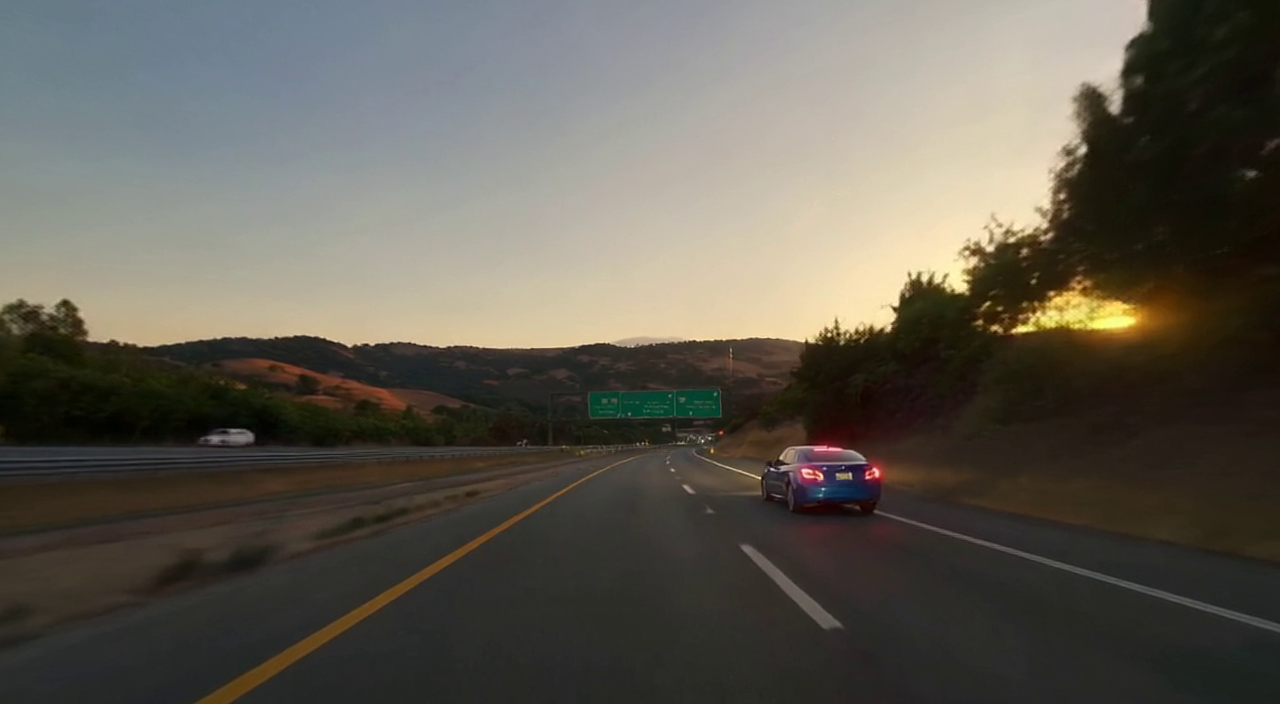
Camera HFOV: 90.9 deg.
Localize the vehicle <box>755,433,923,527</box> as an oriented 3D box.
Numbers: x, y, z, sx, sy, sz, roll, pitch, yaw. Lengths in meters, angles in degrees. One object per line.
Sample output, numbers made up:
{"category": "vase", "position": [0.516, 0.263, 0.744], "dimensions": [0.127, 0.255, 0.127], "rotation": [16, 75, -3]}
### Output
{"category": "vehicle", "position": [3.645, 2.406, 12.423], "dimensions": [1.997, 1.515, 4.025], "rotation": [0, -8, 0]}
